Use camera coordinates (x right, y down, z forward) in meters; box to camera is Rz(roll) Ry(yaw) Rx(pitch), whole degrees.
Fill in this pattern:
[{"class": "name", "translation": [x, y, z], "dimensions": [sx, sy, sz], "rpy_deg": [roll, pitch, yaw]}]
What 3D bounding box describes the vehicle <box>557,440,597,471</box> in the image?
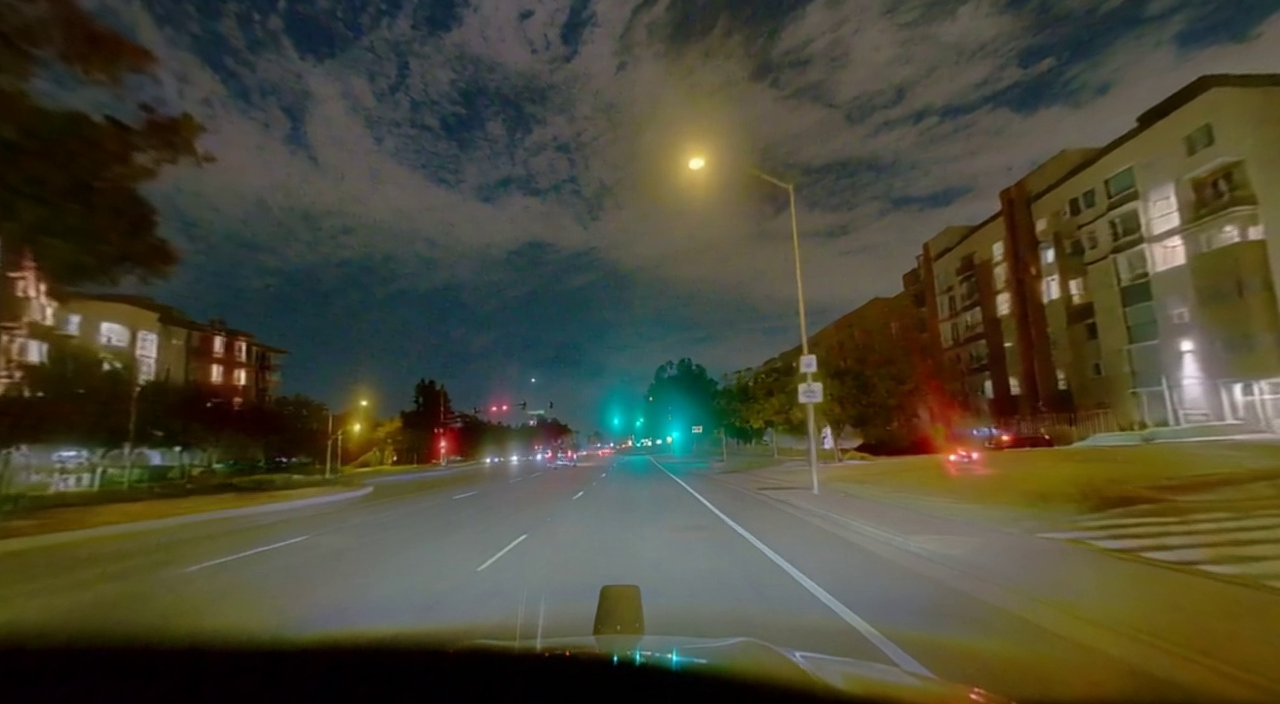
[{"class": "vehicle", "translation": [-3.678, 6.112, 37.590], "dimensions": [1.959, 1.741, 4.141], "rpy_deg": [0, -8, 1]}]
